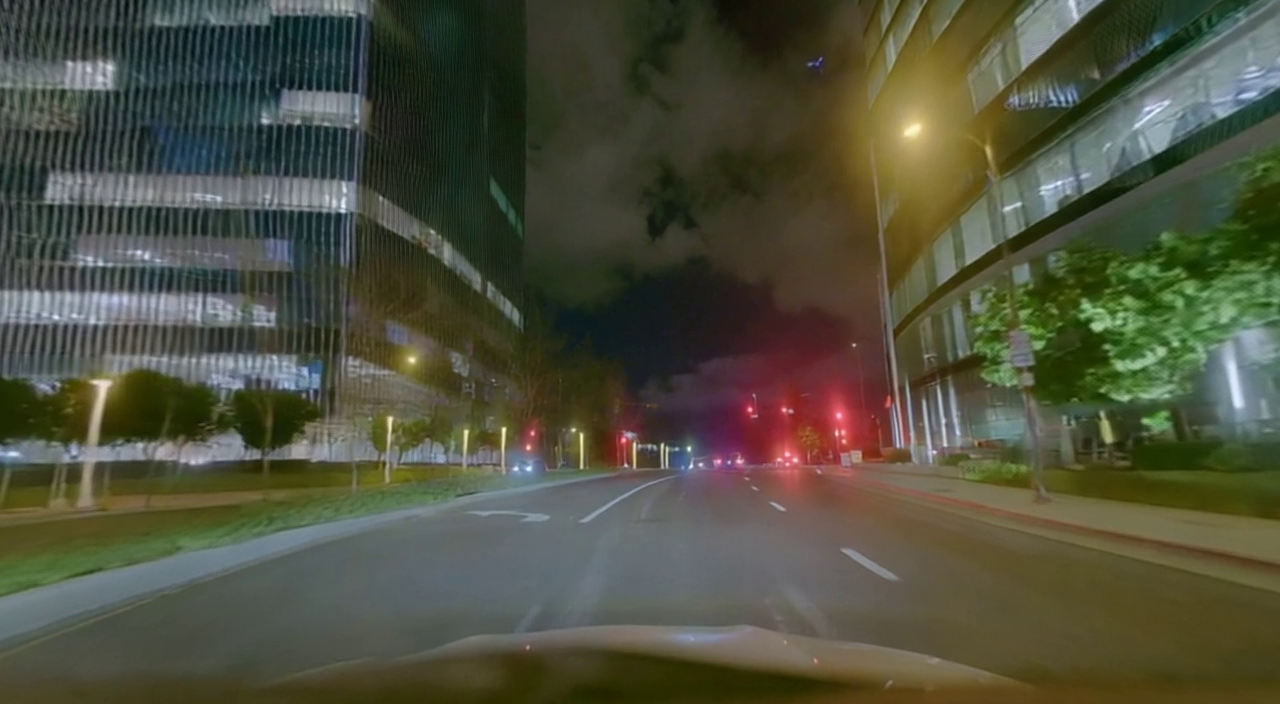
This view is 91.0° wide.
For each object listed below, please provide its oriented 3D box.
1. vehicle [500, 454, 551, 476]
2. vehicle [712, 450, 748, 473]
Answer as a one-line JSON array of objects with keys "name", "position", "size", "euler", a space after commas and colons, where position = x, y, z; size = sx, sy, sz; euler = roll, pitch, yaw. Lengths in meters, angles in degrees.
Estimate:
[{"name": "vehicle", "position": [-8.868, 8.792, 49.226], "size": [1.926, 1.619, 4.649], "euler": [-3, -10, 16]}, {"name": "vehicle", "position": [6.346, 7.642, 43.959], "size": [2.127, 1.497, 4.020], "euler": [-2, -9, 13]}]
